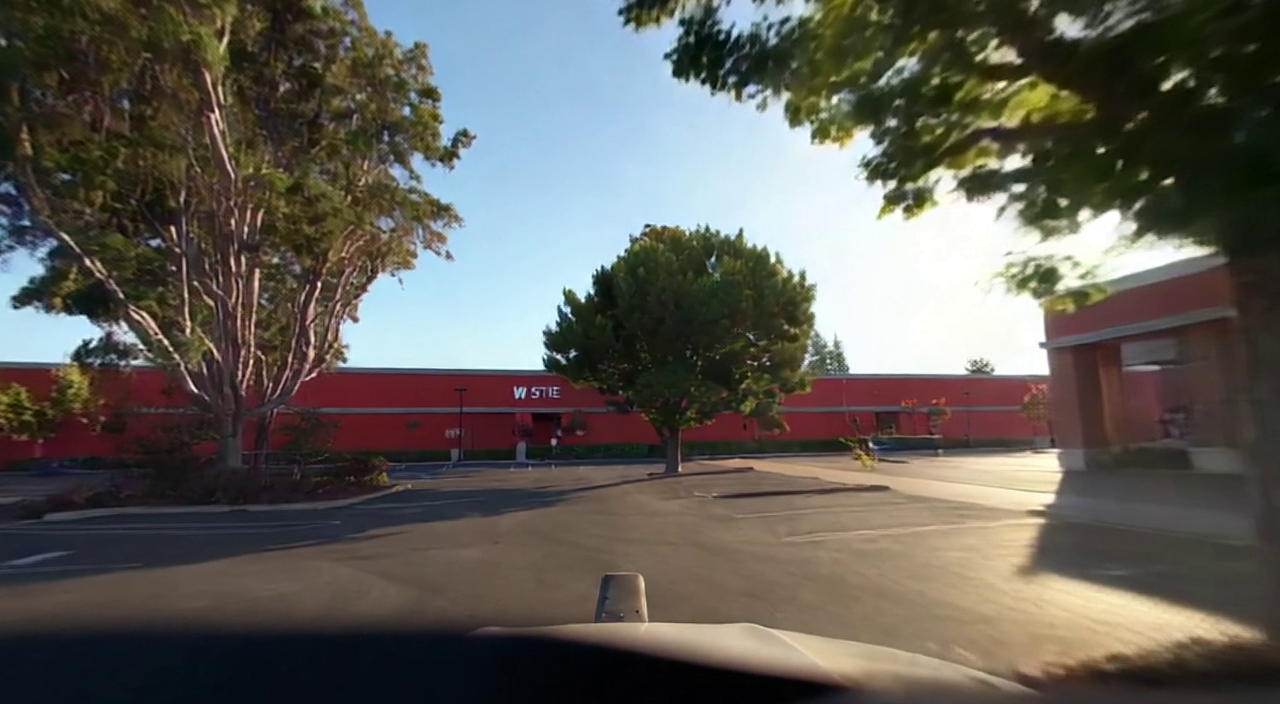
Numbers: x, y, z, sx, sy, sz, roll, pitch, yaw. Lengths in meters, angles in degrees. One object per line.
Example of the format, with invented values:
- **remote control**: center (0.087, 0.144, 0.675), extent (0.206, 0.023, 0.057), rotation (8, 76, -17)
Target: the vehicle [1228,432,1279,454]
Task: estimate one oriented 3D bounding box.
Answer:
- **vehicle**: center (44.683, 6.436, 44.756), extent (4.206, 1.526, 1.886), rotation (0, -8, -3)
